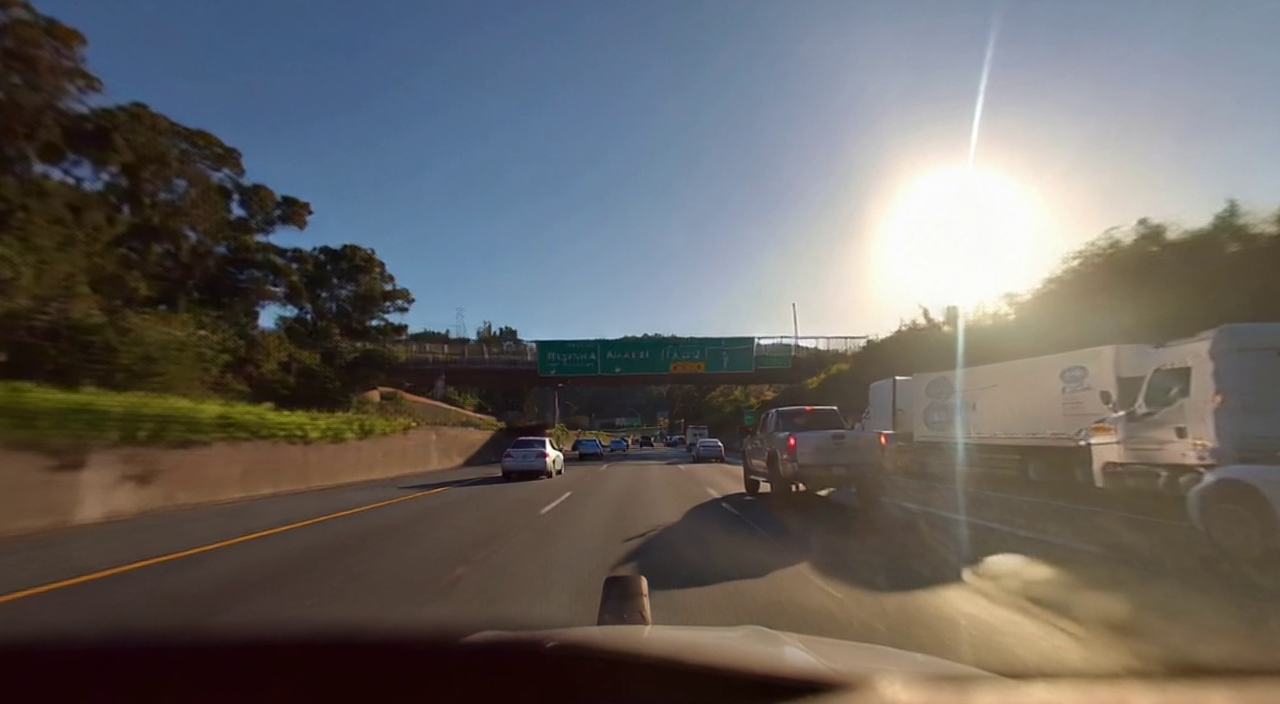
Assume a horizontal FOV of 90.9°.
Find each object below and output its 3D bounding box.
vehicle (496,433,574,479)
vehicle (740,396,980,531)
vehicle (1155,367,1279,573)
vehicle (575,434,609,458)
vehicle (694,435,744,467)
[{"bbox_3d":[-3.608,3.654,22.405,1.978,1.473,4.073,0,-8,2],"label":"vehicle"},{"bbox_3d":[3.620,2.011,11.948,2.517,1.935,5.552,0,-8,0],"label":"vehicle"},{"bbox_3d":[7.308,0.926,4.621,2.291,1.968,5.662,0,-8,1],"label":"vehicle"},{"bbox_3d":[-3.352,6.645,44.672,2.020,1.628,4.248,0,-8,1],"label":"vehicle"},{"bbox_3d":[3.905,4.991,31.852,1.953,1.480,4.053,0,-8,-1],"label":"vehicle"}]
